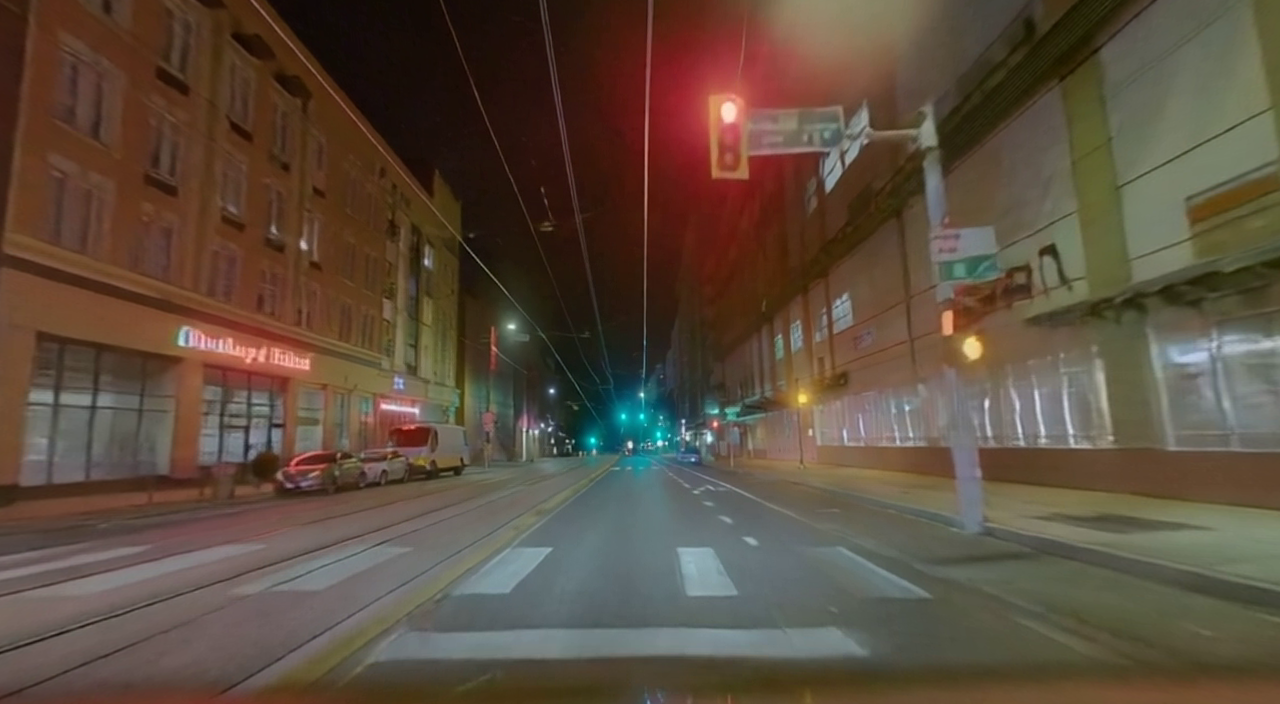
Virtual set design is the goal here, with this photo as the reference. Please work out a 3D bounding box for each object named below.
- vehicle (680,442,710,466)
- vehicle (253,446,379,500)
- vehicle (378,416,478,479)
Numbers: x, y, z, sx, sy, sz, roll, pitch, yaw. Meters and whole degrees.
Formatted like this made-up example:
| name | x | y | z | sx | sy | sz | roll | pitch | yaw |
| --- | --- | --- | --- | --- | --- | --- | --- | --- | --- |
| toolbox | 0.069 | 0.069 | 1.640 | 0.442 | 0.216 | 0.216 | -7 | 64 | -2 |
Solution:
| name | x | y | z | sx | sy | sz | roll | pitch | yaw |
| --- | --- | --- | --- | --- | --- | --- | --- | --- | --- |
| vehicle | 3.707 | 6.916 | 43.001 | 1.819 | 1.546 | 3.681 | 0 | -8 | 1 |
| vehicle | -10.025 | 3.742 | 19.894 | 1.897 | 1.464 | 4.209 | 0 | -8 | -3 |
| vehicle | -10.478 | 4.825 | 32.051 | 2.378 | 2.765 | 7.920 | 0 | -8 | -1 |
